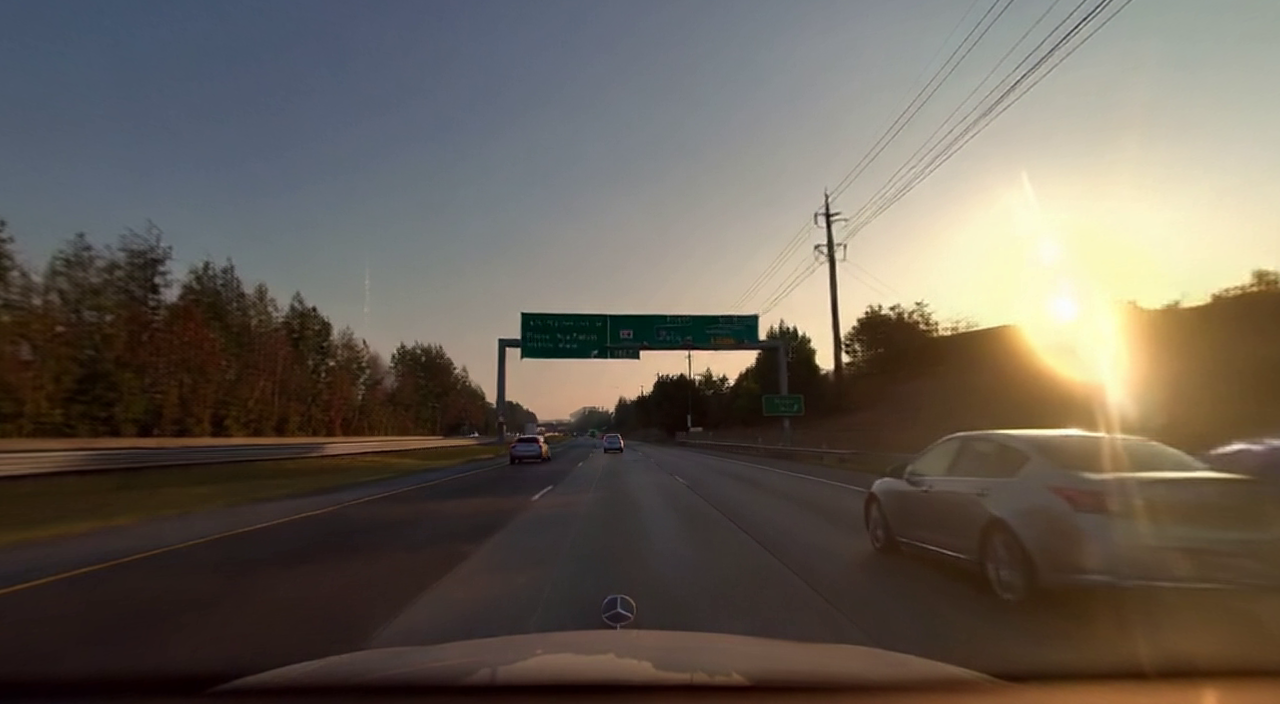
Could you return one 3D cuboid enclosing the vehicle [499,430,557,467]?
[{"bbox_3d":[-5.132,4.484,29.456,2.100,1.590,4.077,0,-7,-2],"label":"vehicle"}]

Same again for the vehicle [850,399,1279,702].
[{"bbox_3d":[3.808,1.347,5.736,2.033,1.576,4.691,0,-7,-2],"label":"vehicle"}]

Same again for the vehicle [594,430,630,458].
[{"bbox_3d":[-1.714,5.796,39.791,2.159,1.690,3.720,0,-7,-2],"label":"vehicle"}]

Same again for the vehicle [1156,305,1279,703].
[{"bbox_3d":[4.019,0.608,1.911,1.976,1.905,3.263,0,-7,-3],"label":"vehicle"}]
